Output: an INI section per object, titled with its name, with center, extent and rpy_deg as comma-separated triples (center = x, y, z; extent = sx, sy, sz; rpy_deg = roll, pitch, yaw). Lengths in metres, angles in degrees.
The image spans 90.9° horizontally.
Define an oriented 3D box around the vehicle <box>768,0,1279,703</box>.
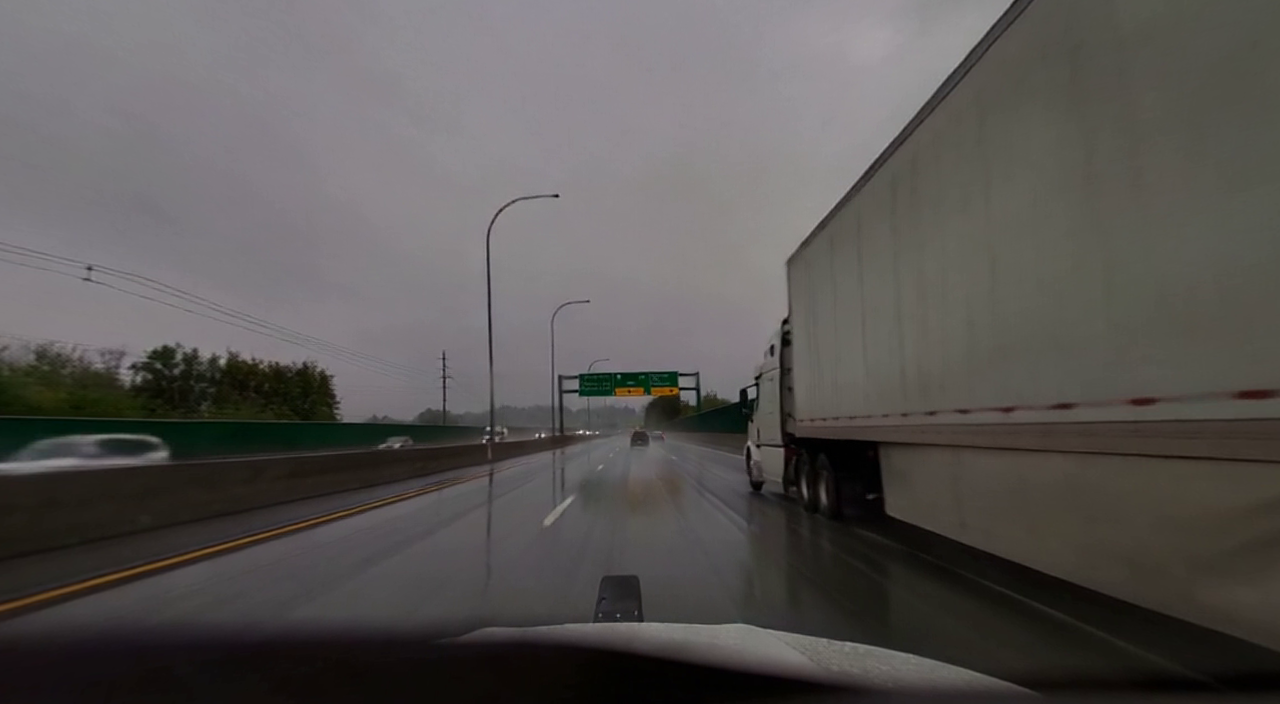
[vehicle]
center = 3.731, -0.213, 3.490
extent = 2.944, 3.973, 13.227
rpy_deg = 0, -8, -1
